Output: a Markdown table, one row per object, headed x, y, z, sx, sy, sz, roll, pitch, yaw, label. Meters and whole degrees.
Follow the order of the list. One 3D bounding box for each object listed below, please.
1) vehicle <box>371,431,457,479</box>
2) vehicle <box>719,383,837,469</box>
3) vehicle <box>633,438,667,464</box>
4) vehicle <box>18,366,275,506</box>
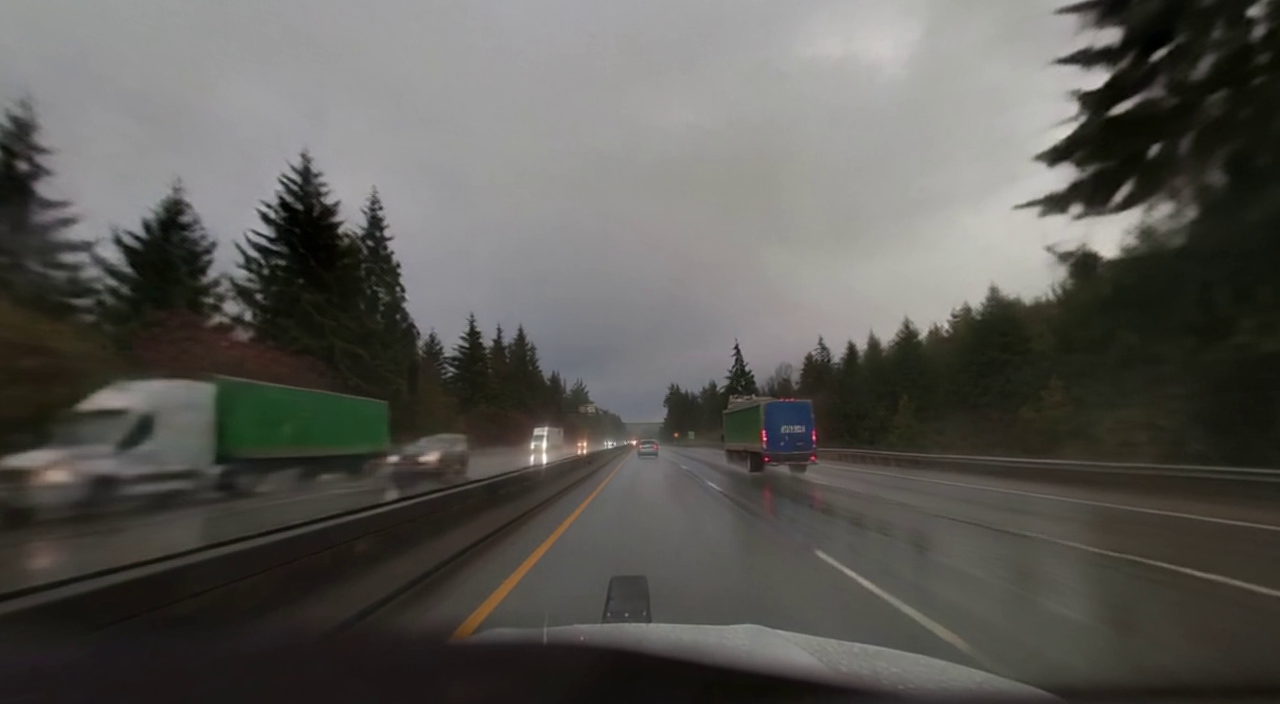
| x | y | z | sx | sy | sz | roll | pitch | yaw | label |
| --- | --- | --- | --- | --- | --- | --- | --- | --- | --- |
| -10.589 | 4.853 | 29.913 | 2.128 | 2.047 | 4.976 | 0 | -8 | 1 | vehicle |
| 7.772 | 4.787 | 39.149 | 3.479 | 4.156 | 17.231 | 0 | -8 | 0 | vehicle |
| 0.653 | 6.555 | 41.783 | 2.121 | 1.590 | 4.434 | 0 | -8 | 1 | vehicle |
| -15.187 | 2.679 | 20.121 | 3.286 | 3.794 | 5.668 | 0 | -8 | 2 | vehicle |
